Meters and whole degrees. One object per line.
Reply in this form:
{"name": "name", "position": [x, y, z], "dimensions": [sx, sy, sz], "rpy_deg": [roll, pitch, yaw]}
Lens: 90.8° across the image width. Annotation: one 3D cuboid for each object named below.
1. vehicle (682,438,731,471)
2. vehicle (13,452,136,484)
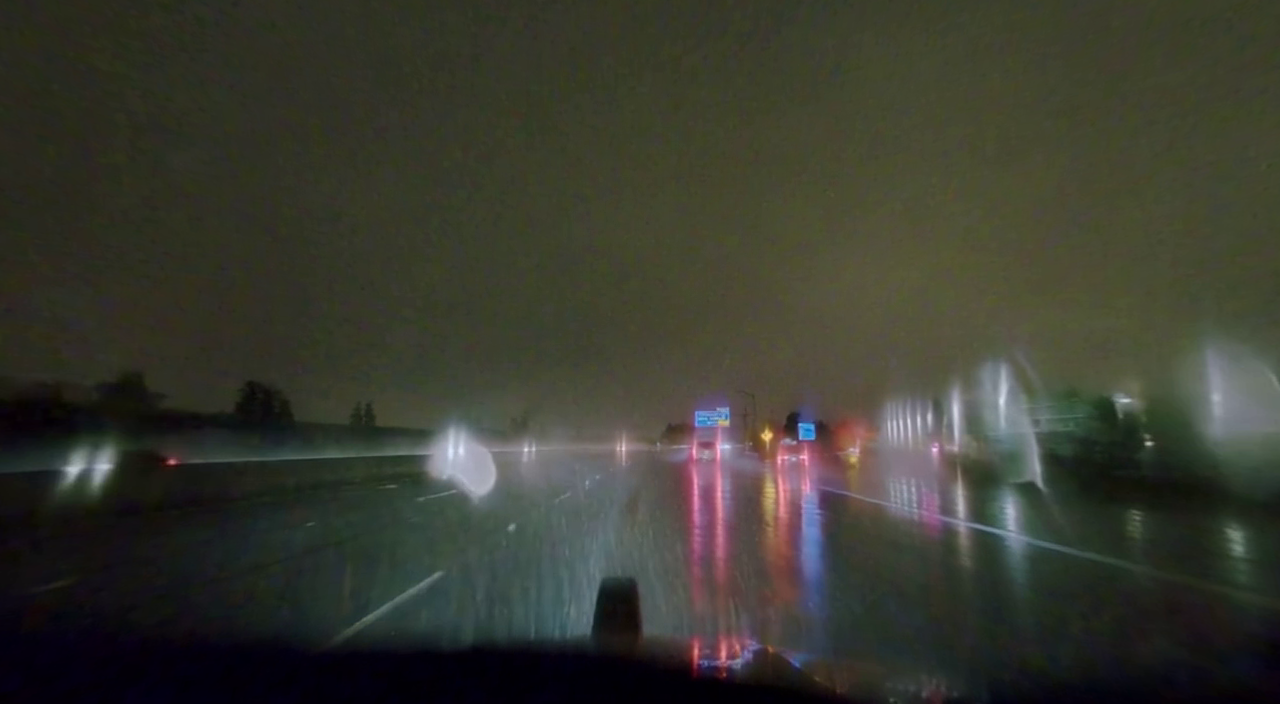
{"name": "vehicle", "position": [3.639, 5.705, 35.342], "dimensions": [2.224, 1.738, 4.376], "rpy_deg": [0, -9, 0]}
{"name": "vehicle", "position": [-28.675, 5.855, 32.303], "dimensions": [1.833, 1.475, 4.767], "rpy_deg": [0, -9, 1]}
